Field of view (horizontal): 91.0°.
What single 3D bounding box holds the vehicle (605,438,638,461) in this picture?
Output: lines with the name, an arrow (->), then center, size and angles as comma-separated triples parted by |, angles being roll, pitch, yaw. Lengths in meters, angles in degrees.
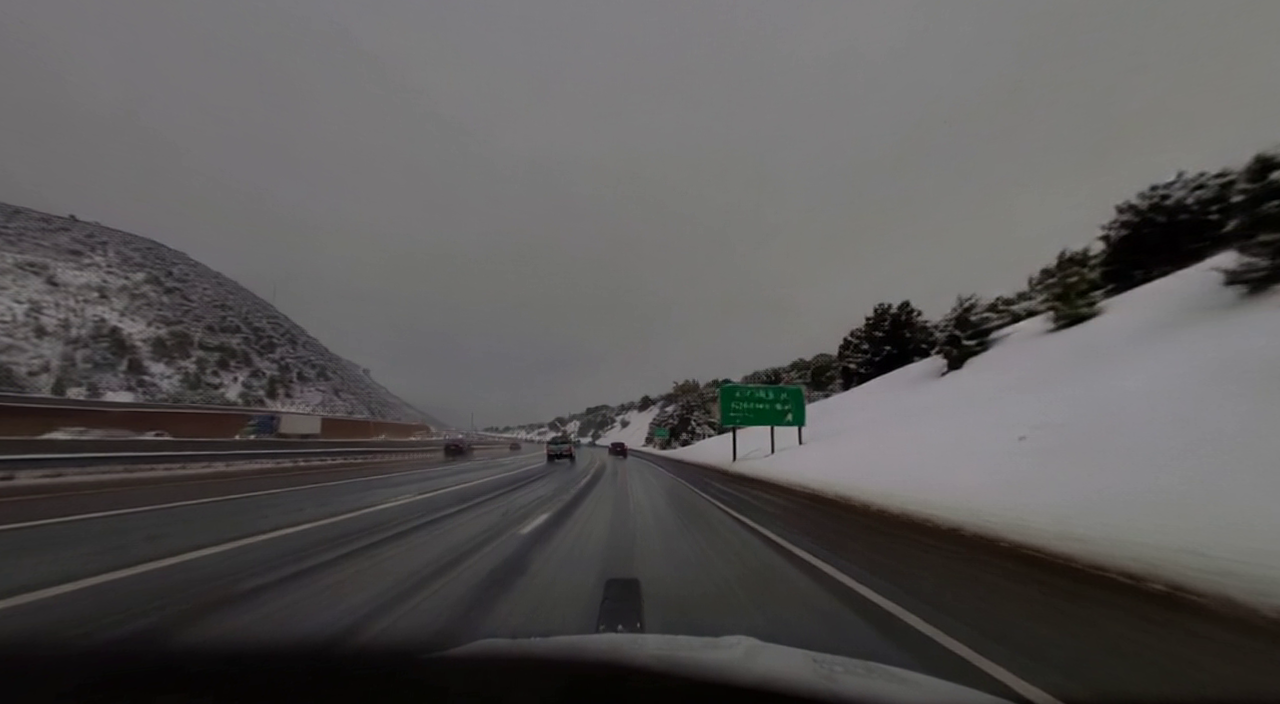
vehicle -> -1.404, 7.344, 47.415 | 2.421, 1.594, 4.248 | 0, -9, -2

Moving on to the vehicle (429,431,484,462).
vehicle -> -12.080, 6.281, 41.846 | 2.219, 1.923, 4.985 | 0, -9, -1

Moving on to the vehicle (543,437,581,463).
vehicle -> -5.105, 6.492, 41.658 | 2.060, 1.631, 4.214 | 0, -9, -1
